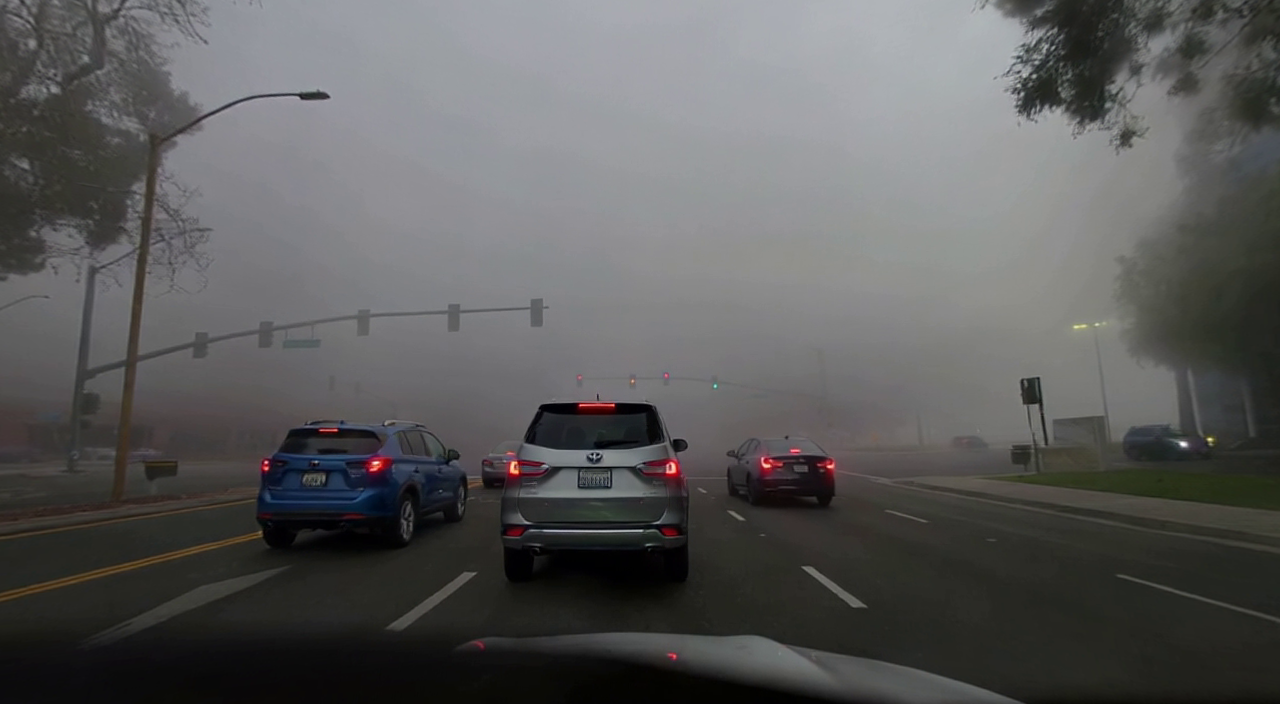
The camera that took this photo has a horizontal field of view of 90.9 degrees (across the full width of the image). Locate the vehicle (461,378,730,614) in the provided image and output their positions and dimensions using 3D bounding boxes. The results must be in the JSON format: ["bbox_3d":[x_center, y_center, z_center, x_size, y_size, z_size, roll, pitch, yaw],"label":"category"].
[{"bbox_3d":[-0.340,1.429,7.108,2.064,1.817,4.298,0,-8,0],"label":"vehicle"}]

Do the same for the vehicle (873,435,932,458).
[{"bbox_3d":[19.988,7.198,47.924,4.361,1.653,2.034,6,-10,-35],"label":"vehicle"}]

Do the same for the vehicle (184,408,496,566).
[{"bbox_3d":[-3.724,1.775,9.052,2.160,1.666,4.583,0,-8,1],"label":"vehicle"}]

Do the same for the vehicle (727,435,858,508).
[{"bbox_3d":[3.429,2.774,15.130,2.121,1.494,4.208,0,-8,0],"label":"vehicle"}]

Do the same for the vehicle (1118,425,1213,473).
[{"bbox_3d":[19.257,3.524,23.027,4.215,1.578,1.892,8,-11,-41],"label":"vehicle"}]
